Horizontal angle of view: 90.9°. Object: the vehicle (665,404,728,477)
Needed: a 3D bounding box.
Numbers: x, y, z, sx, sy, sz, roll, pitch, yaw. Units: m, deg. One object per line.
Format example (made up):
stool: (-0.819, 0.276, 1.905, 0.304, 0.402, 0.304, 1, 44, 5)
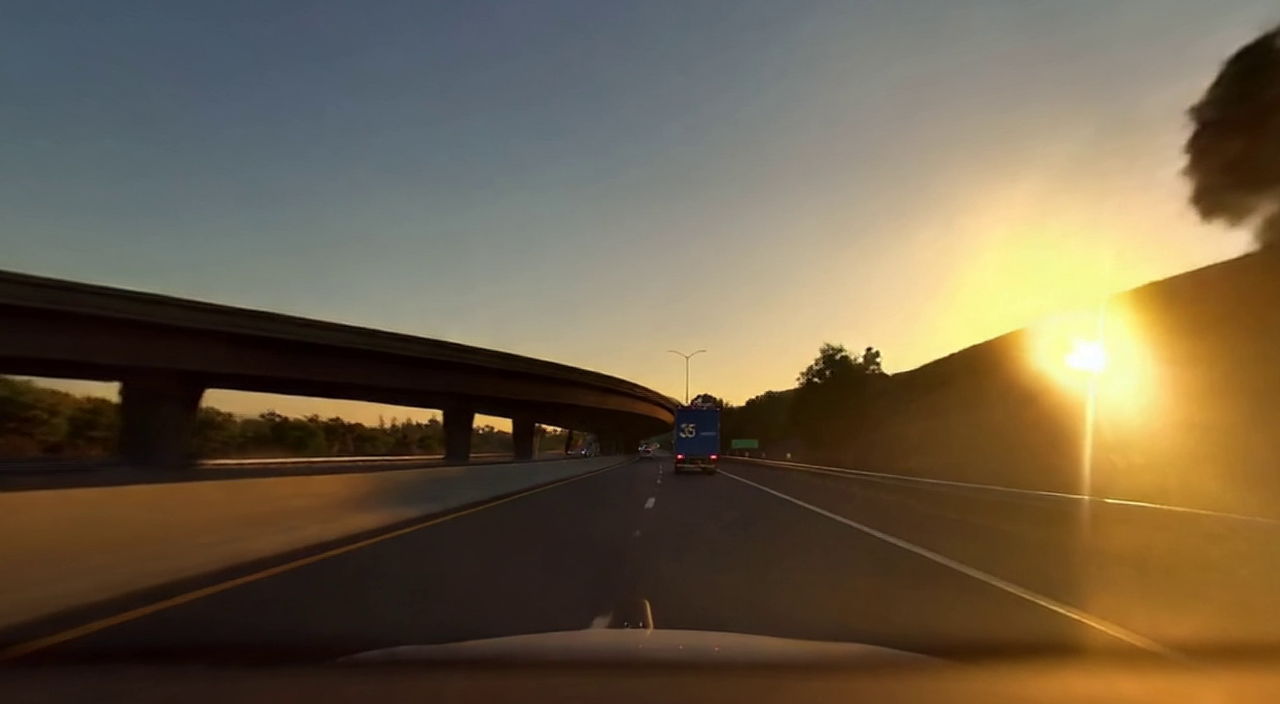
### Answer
vehicle: (3.144, 5.350, 37.660, 3.107, 3.718, 10.231, 1, -9, 2)
